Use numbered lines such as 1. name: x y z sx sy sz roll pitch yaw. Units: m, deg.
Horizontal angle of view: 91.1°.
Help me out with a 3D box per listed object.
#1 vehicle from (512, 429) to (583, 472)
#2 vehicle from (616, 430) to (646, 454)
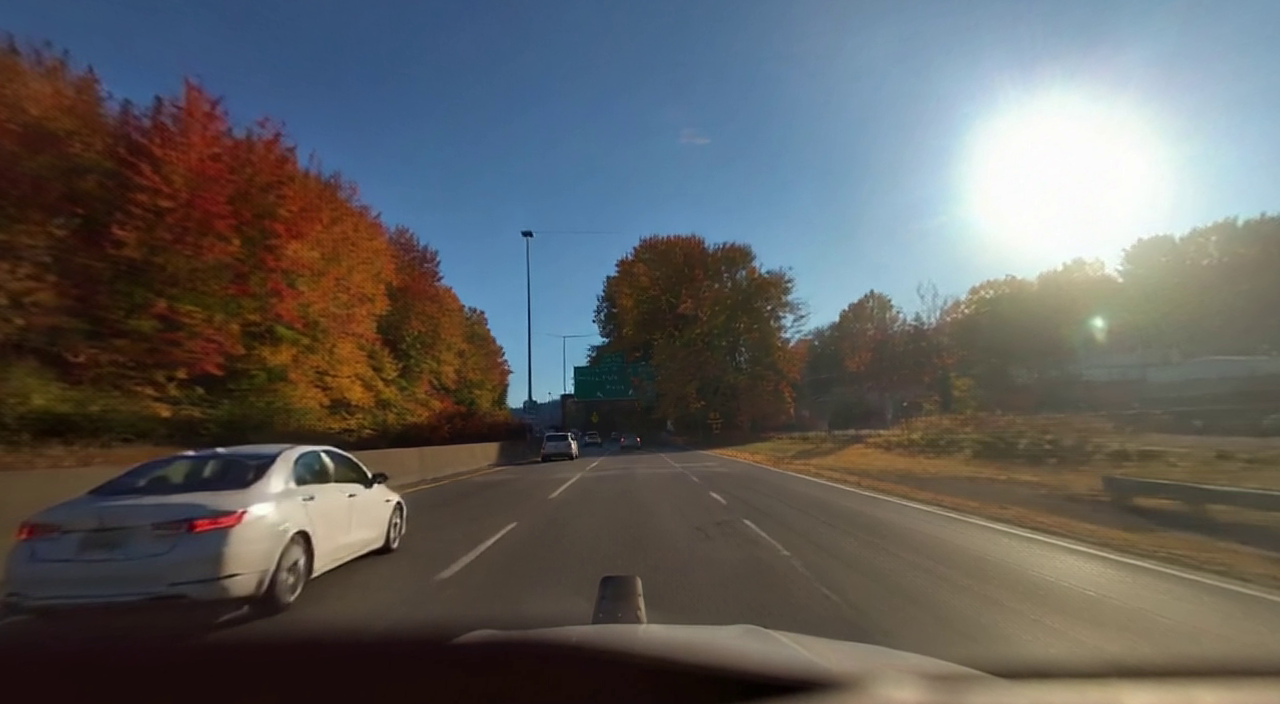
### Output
1. vehicle: -3.433 3.746 24.242 1.989 1.497 4.645 0 -8 0
2. vehicle: -0.611 6.323 44.403 2.054 1.609 3.859 0 -8 0
